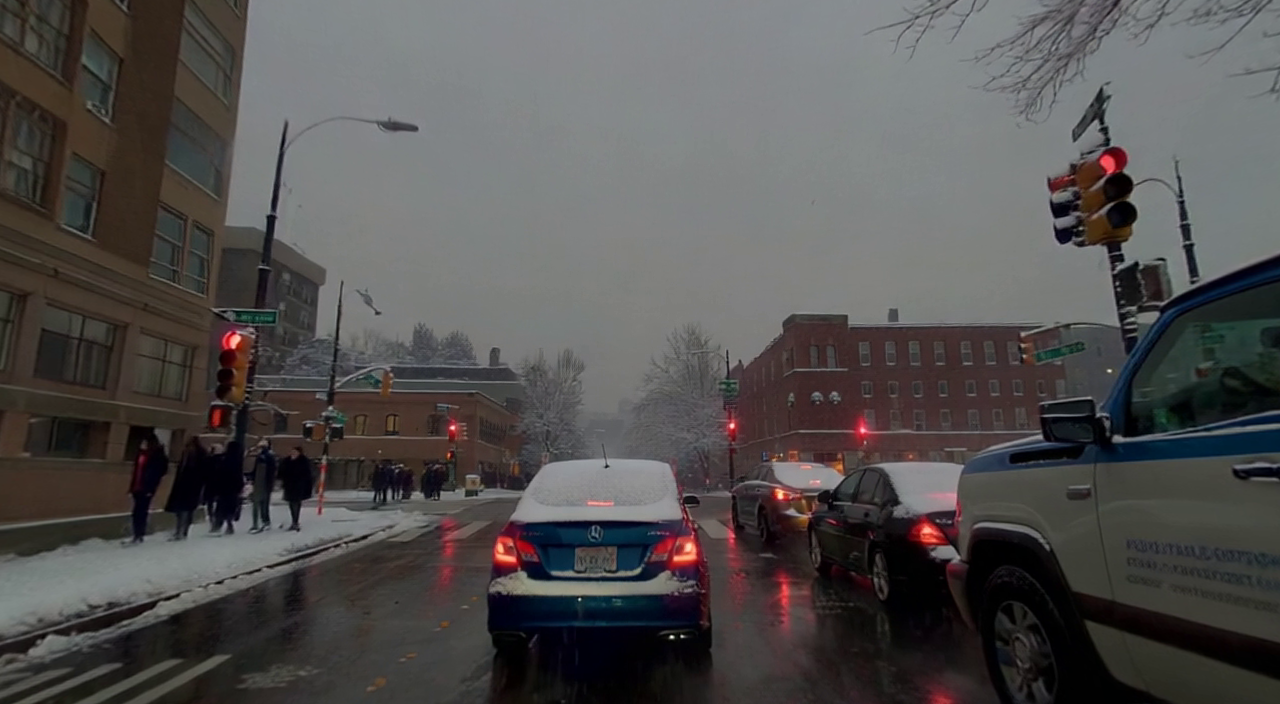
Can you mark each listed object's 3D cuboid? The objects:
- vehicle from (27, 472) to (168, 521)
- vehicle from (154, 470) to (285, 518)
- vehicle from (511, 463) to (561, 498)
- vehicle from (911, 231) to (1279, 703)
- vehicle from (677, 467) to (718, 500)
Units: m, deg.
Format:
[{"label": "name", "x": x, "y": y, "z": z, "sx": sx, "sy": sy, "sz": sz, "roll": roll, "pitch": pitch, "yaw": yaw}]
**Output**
[{"label": "vehicle", "x": -25.463, "y": 6.771, "z": 29.714, "sx": 4.588, "sy": 2.048, "sz": 2.110, "roll": 0, "pitch": -9, "yaw": 1}, {"label": "vehicle", "x": -19.774, "y": 6.662, "z": 29.754, "sx": 4.750, "sy": 2.083, "sz": 2.002, "roll": -1, "pitch": -9, "yaw": 3}, {"label": "vehicle", "x": -6.347, "y": 7.872, "z": 39.013, "sx": 2.226, "sy": 1.896, "sz": 4.438, "roll": -1, "pitch": -9, "yaw": 1}, {"label": "vehicle", "x": 3.213, "y": 0.541, "z": 1.236, "sx": 2.632, "sy": 1.979, "sz": 6.096, "roll": 0, "pitch": -9, "yaw": 0}, {"label": "vehicle", "x": 3.482, "y": 8.039, "z": 38.856, "sx": 1.908, "sy": 1.741, "sz": 4.066, "roll": 0, "pitch": -9, "yaw": -3}]
